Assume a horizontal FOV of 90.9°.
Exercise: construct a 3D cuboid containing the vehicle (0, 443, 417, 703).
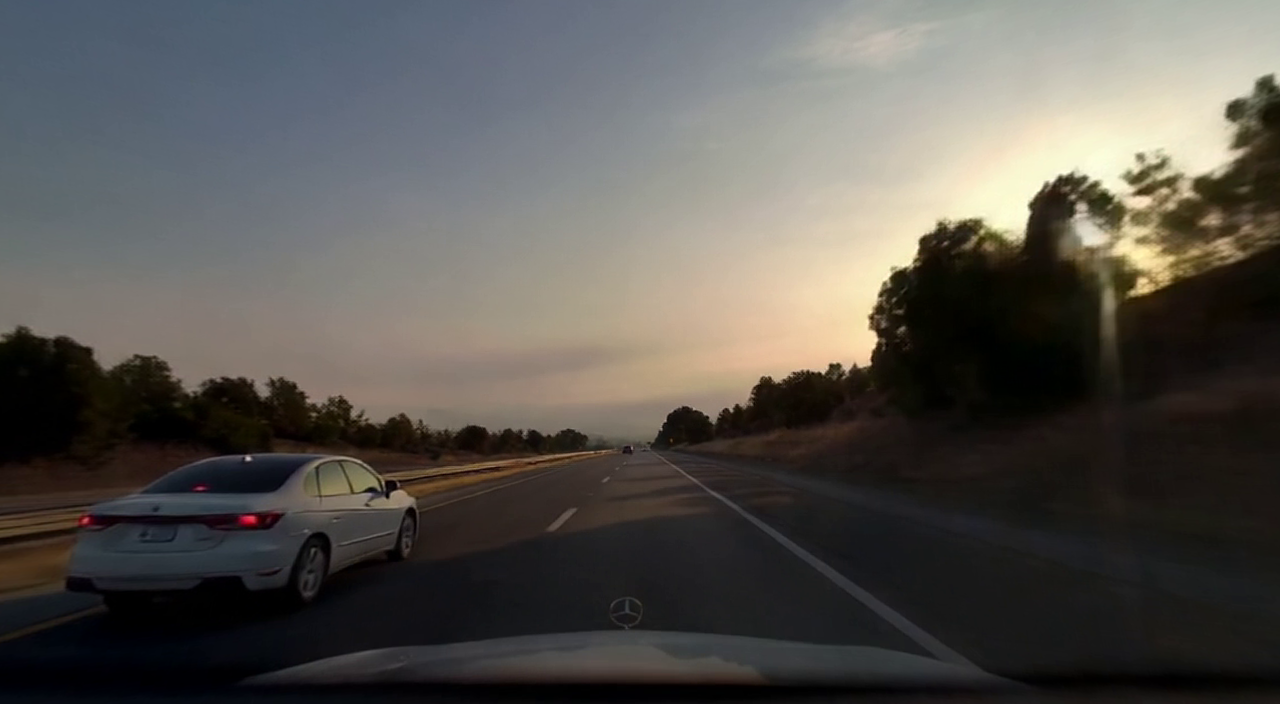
[{"bbox_3d":[-3.576,1.369,4.760,2.096,1.343,4.503,0,-8,1],"label":"vehicle"}]
